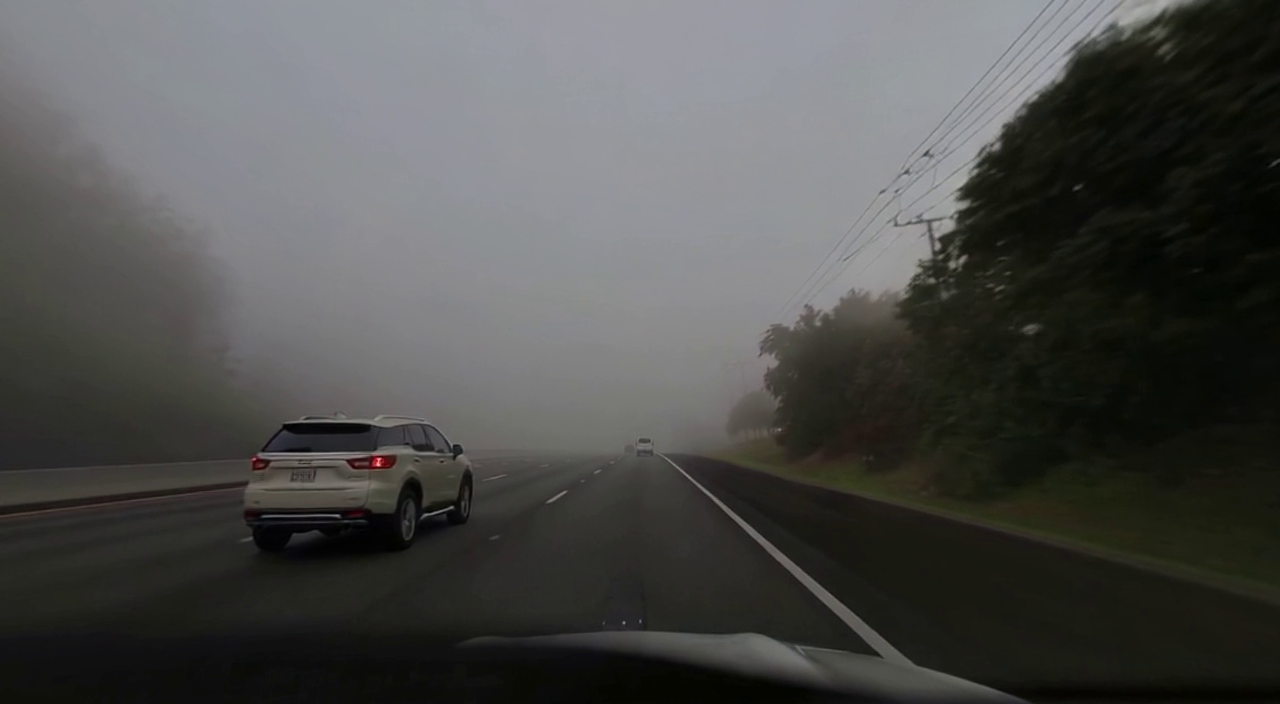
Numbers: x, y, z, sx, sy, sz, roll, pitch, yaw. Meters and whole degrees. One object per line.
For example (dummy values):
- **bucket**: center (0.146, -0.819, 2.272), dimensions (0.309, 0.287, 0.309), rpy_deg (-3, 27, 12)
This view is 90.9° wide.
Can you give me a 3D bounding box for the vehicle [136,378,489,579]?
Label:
- **vehicle**: center (-3.842, 1.606, 8.803), dimensions (2.136, 1.975, 5.037), rpy_deg (0, -8, 1)
